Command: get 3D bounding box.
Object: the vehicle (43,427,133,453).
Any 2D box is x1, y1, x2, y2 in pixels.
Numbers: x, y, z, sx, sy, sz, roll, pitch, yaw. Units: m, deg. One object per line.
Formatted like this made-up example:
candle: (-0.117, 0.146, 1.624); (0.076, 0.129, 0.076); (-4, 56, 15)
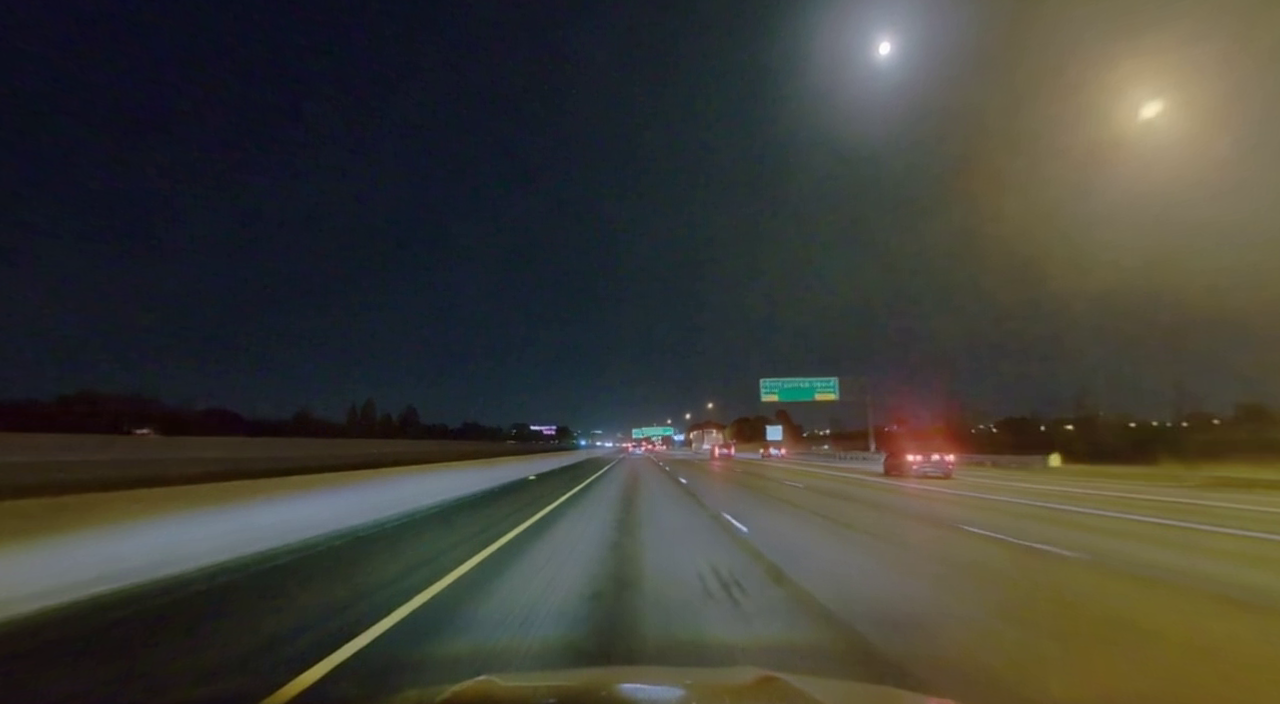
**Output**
vehicle: (-33.358, 5.336, 38.168); (1.724, 1.453, 4.075); (0, -8, 0)
